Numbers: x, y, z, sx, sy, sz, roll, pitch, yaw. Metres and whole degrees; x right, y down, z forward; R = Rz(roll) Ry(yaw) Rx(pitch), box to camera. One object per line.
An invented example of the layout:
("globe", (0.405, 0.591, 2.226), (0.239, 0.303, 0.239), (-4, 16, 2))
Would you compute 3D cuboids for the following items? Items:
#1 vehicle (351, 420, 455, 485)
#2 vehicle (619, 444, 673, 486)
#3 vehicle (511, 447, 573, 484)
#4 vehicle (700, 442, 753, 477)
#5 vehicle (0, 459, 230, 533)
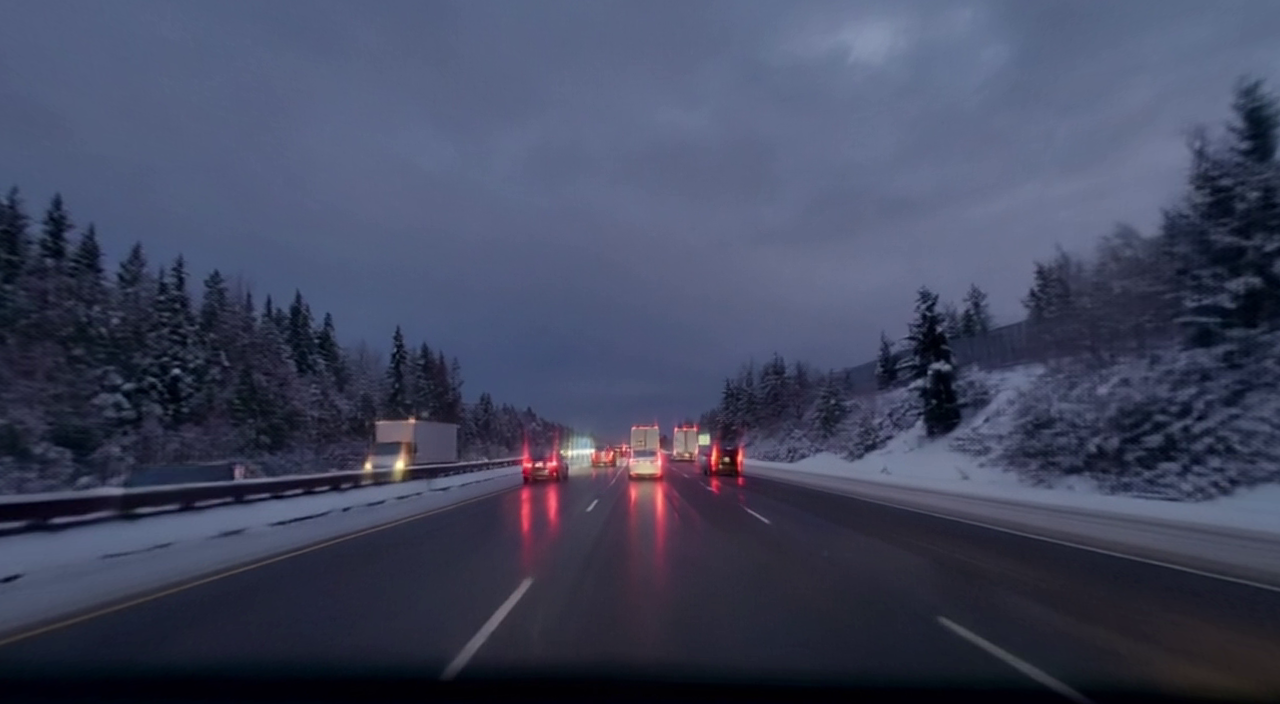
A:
("vehicle", (-12.524, 5.416, 33.902), (2.653, 3.121, 6.846), (-1, -9, 3))
("vehicle", (0.233, 4.607, 25.812), (2.015, 1.526, 4.286), (0, -9, 0))
("vehicle", (-4.167, 4.909, 27.368), (1.967, 1.473, 4.439), (0, -9, 1))
("vehicle", (4.345, 5.488, 32.100), (2.018, 1.639, 4.149), (0, -9, -1))
("vehicle", (-12.794, 3.484, 15.718), (1.923, 1.488, 4.501), (0, -9, 0))
